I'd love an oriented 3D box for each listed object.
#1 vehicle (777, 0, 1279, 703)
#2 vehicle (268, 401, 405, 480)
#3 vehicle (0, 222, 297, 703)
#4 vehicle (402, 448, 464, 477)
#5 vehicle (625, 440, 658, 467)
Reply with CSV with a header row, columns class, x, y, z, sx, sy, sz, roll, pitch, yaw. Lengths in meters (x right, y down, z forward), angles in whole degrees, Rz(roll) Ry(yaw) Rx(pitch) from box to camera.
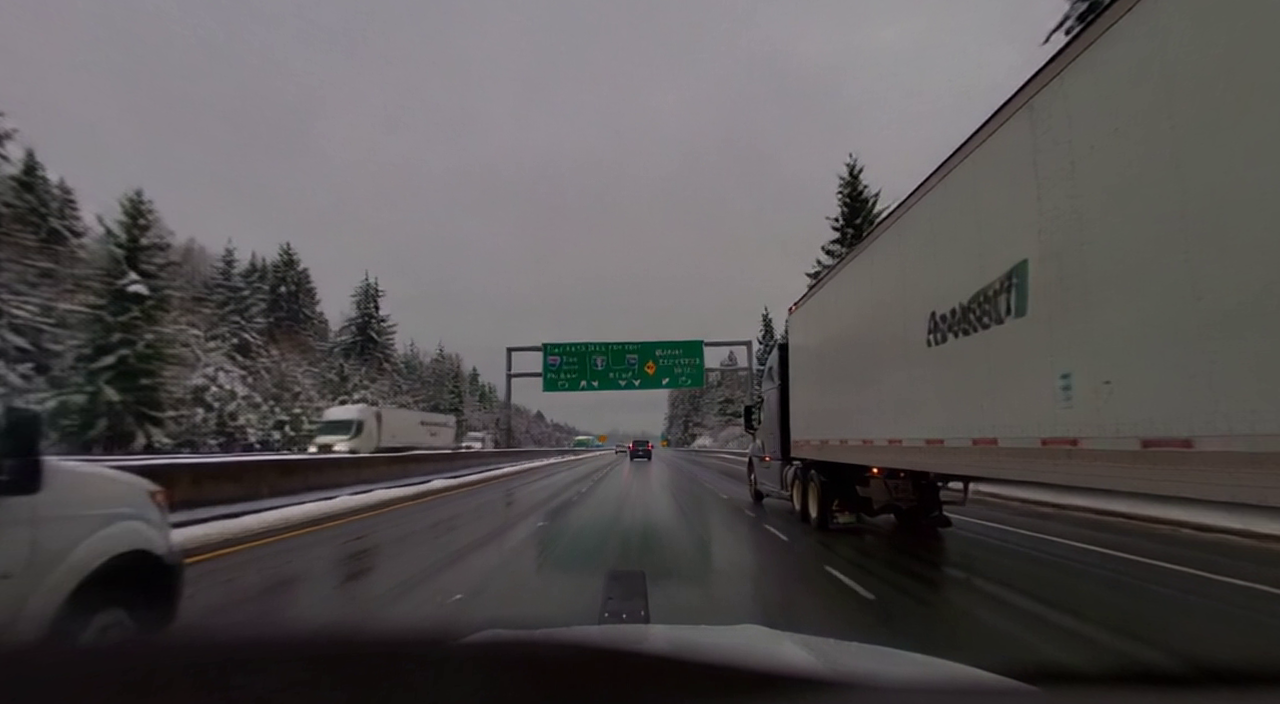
class,x,y,z,sx,sy,sz,roll,pitch,yaw
vehicle,4.384,0.140,5.948,3.011,4.028,13.890,0,-9,0
vehicle,-15.022,4.552,32.085,2.856,3.511,7.972,0,-9,1
vehicle,-3.250,0.374,0.572,2.572,1.927,5.803,0,-9,0
vehicle,-11.156,5.954,34.273,1.893,1.467,4.354,0,-9,0
vehicle,0.087,6.730,41.843,2.067,1.690,3.901,0,-9,0
